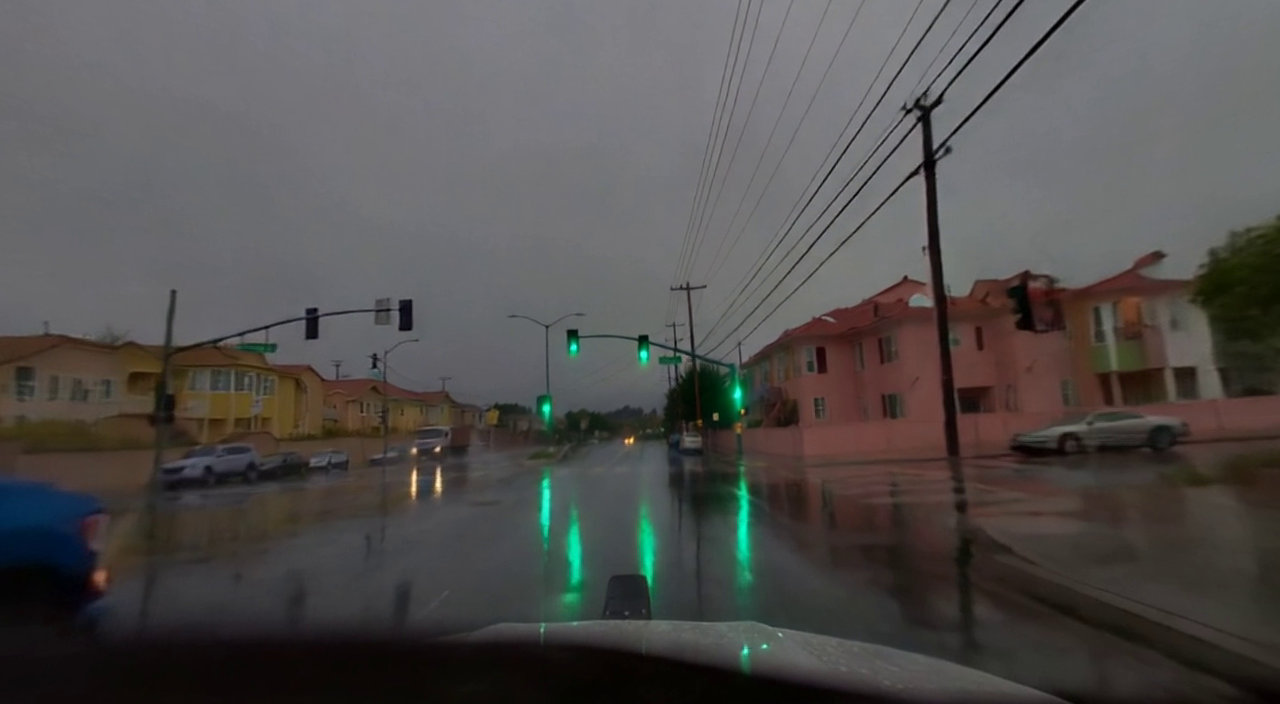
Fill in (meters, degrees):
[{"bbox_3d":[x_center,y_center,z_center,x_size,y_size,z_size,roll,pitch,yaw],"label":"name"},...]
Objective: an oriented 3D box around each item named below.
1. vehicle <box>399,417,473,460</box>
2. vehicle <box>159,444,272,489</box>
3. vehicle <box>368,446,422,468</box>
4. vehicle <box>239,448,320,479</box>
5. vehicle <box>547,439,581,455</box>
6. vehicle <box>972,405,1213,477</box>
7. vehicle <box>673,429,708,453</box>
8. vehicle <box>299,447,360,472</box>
[{"bbox_3d":[-15.806,6.878,49.636,2.979,3.071,7.978,-1,-8,1],"label":"vehicle"},{"bbox_3d":[-19.207,5.156,28.828,2.071,1.840,4.528,0,-8,-1],"label":"vehicle"},{"bbox_3d":[-18.765,8.049,48.541,2.060,1.484,4.726,-1,-8,2],"label":"vehicle"},{"bbox_3d":[-19.136,5.908,33.724,1.751,1.487,4.514,0,-8,-1],"label":"vehicle"},{"bbox_3d":[-5.767,7.246,48.190,1.925,1.016,2.951,-3,-6,6],"label":"vehicle"},{"bbox_3d":[12.004,2.343,17.035,4.816,1.501,2.296,-2,-1,1],"label":"vehicle"},{"bbox_3d":[3.276,5.926,41.865,1.986,1.491,4.500,-1,-8,0],"label":"vehicle"},{"bbox_3d":[-18.996,6.572,38.746,1.672,1.428,4.062,-1,-8,1],"label":"vehicle"}]
